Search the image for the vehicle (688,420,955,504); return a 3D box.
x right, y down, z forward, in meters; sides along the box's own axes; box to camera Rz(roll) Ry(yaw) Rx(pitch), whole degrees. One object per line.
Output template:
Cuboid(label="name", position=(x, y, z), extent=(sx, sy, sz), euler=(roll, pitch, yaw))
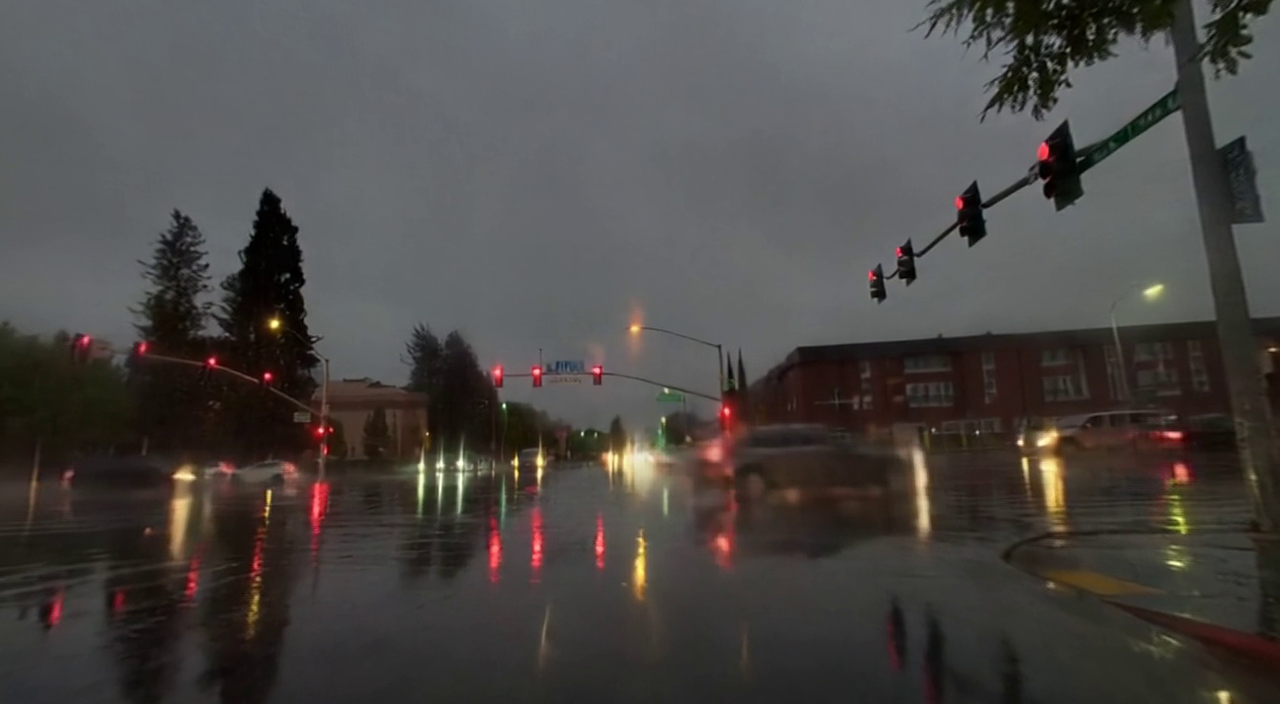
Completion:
Cuboid(label="vehicle", position=(3.417, 2.183, 12.669), extent=(4.808, 1.517, 1.806), euler=(-1, -9, 6))

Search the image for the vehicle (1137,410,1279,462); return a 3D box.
Cuboid(label="vehicle", position=(18.202, 2.543, 19.019), extent=(4.606, 1.479, 1.821), euler=(-1, -9, 7))

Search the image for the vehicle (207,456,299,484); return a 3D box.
Cuboid(label="vehicle", position=(-23.230, 7.105, 37.936), extent=(4.397, 1.582, 1.820), euler=(-1, -9, 6))

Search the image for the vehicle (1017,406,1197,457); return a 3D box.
Cuboid(label="vehicle", position=(17.423, 3.028, 23.770), extent=(4.987, 1.780, 1.996), euler=(-1, -9, 6))

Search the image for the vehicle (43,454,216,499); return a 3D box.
Cuboid(label="vehicle", position=(-17.832, 4.324, 22.131), extent=(4.650, 1.448, 1.892), euler=(-1, -9, 6))
